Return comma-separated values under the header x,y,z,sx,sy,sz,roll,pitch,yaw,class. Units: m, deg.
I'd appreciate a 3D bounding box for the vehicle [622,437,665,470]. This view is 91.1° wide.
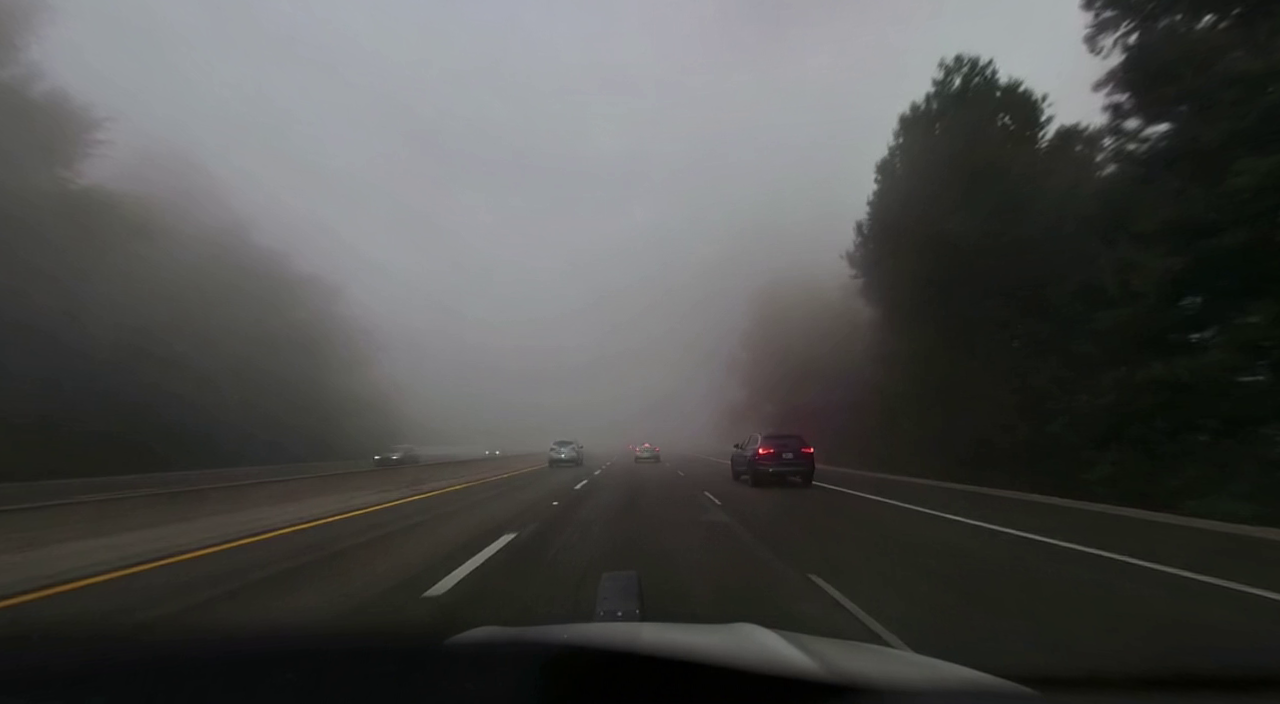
x,y,z,sx,sy,sz,roll,pitch,yaw,class
0.195,5.119,31.774,2.049,1.542,3.816,0,-8,1,vehicle

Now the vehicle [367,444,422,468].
x,y,z,sx,sy,sz,roll,pitch,yaw,class
-17.149,7.277,44.116,1.787,1.517,4.537,-1,-8,4,vehicle

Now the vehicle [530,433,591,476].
x,y,z,sx,sy,sz,roll,pitch,yaw,class
-3.330,4.374,27.126,2.044,1.682,4.201,0,-8,1,vehicle

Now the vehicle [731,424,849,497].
x,y,z,sx,sy,sz,roll,pitch,yaw,class
3.865,2.874,17.071,2.025,1.707,4.279,0,-8,-2,vehicle
